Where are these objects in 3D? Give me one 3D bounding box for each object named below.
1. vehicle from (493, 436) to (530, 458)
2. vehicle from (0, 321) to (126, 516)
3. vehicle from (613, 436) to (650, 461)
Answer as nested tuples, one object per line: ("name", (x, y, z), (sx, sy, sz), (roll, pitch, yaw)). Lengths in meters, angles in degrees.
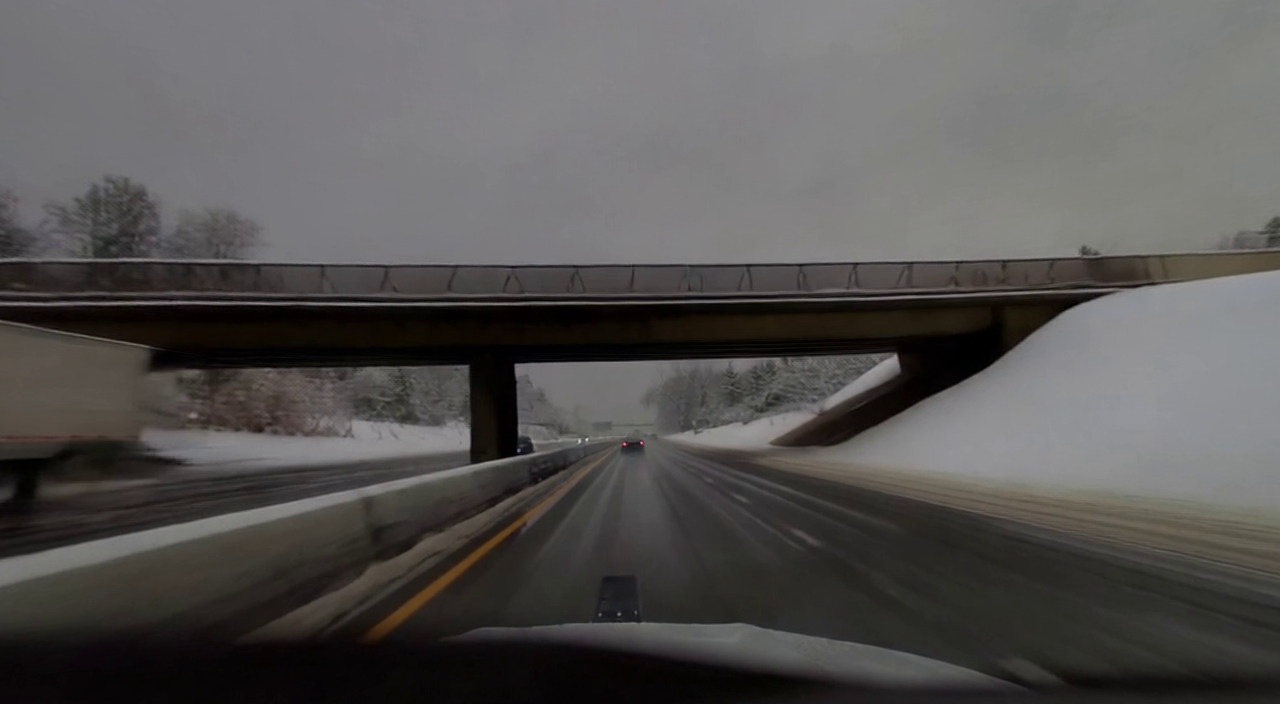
("vehicle", (-8.733, 6.470, 43.020), (1.790, 1.375, 3.778), (0, -7, -1))
("vehicle", (-13.968, 0.921, 9.424), (2.764, 3.825, 11.730), (0, -7, -1))
("vehicle", (-0.521, 5.568, 36.675), (1.996, 1.325, 4.029), (0, -7, -1))
